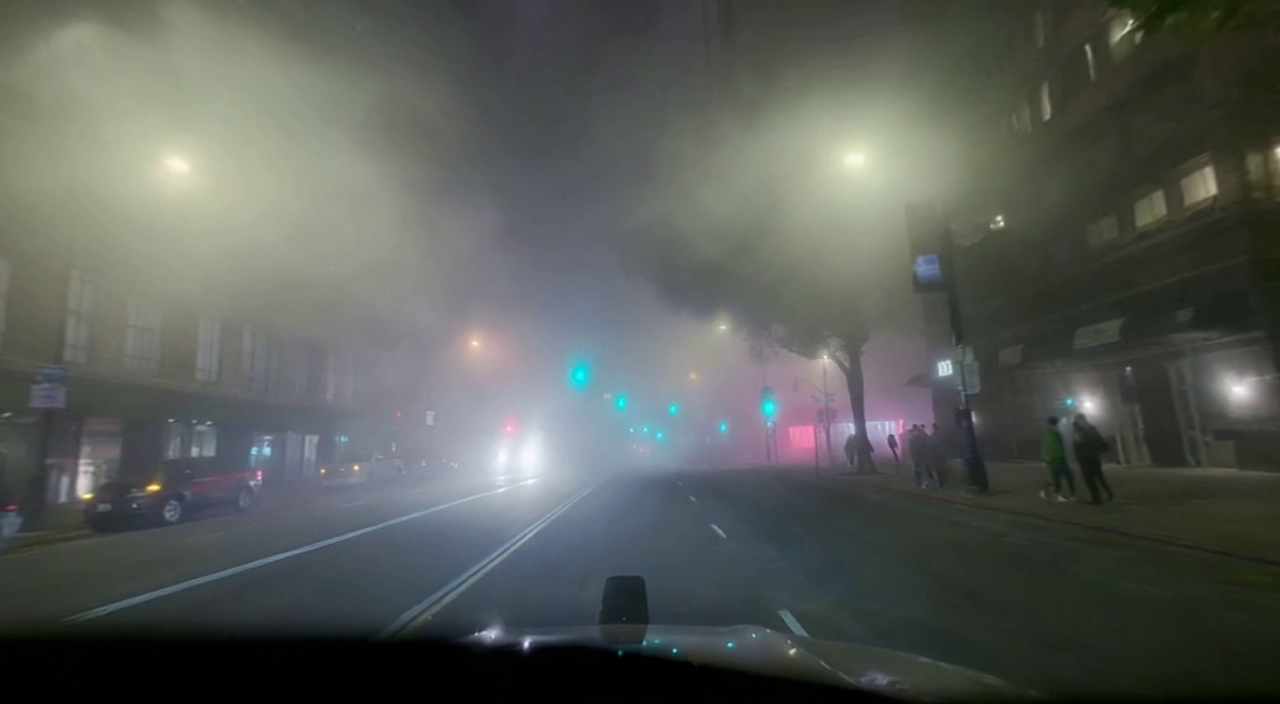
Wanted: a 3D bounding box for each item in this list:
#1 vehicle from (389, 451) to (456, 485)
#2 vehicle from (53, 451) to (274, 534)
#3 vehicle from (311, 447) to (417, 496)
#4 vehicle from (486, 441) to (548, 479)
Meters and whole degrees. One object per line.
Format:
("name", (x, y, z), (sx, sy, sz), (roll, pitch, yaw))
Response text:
("vehicle", (-11.960, 6.365, 34.843), (1.898, 1.724, 4.445), (-1, -8, 4))
("vehicle", (-12.318, 3.602, 16.802), (2.075, 1.809, 4.804), (0, -8, 0))
("vehicle", (-12.178, 5.266, 28.260), (2.126, 1.963, 5.547), (0, -8, 1))
("vehicle", (-6.001, 5.307, 31.180), (2.128, 1.704, 4.343), (0, -8, 1))
